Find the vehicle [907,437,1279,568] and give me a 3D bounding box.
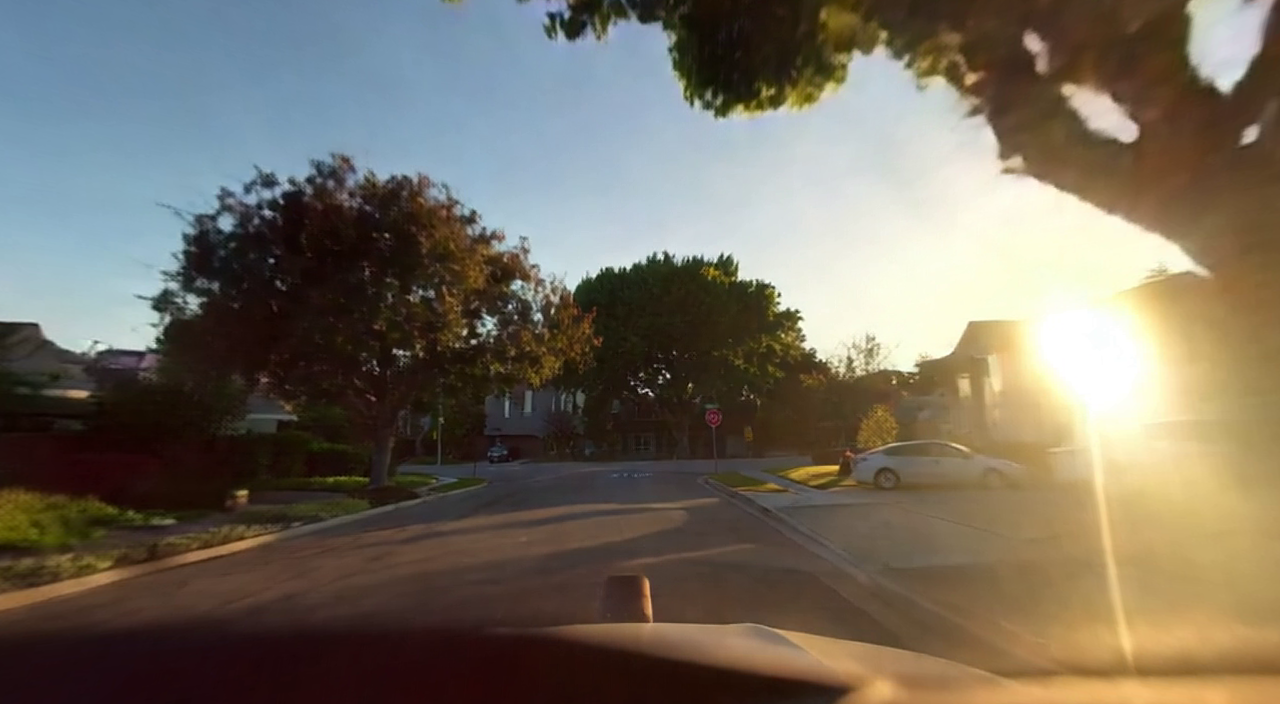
[{"bbox_3d":[5.859,1.782,7.834,4.229,1.402,1.811,0,-9,2],"label":"vehicle"}]
